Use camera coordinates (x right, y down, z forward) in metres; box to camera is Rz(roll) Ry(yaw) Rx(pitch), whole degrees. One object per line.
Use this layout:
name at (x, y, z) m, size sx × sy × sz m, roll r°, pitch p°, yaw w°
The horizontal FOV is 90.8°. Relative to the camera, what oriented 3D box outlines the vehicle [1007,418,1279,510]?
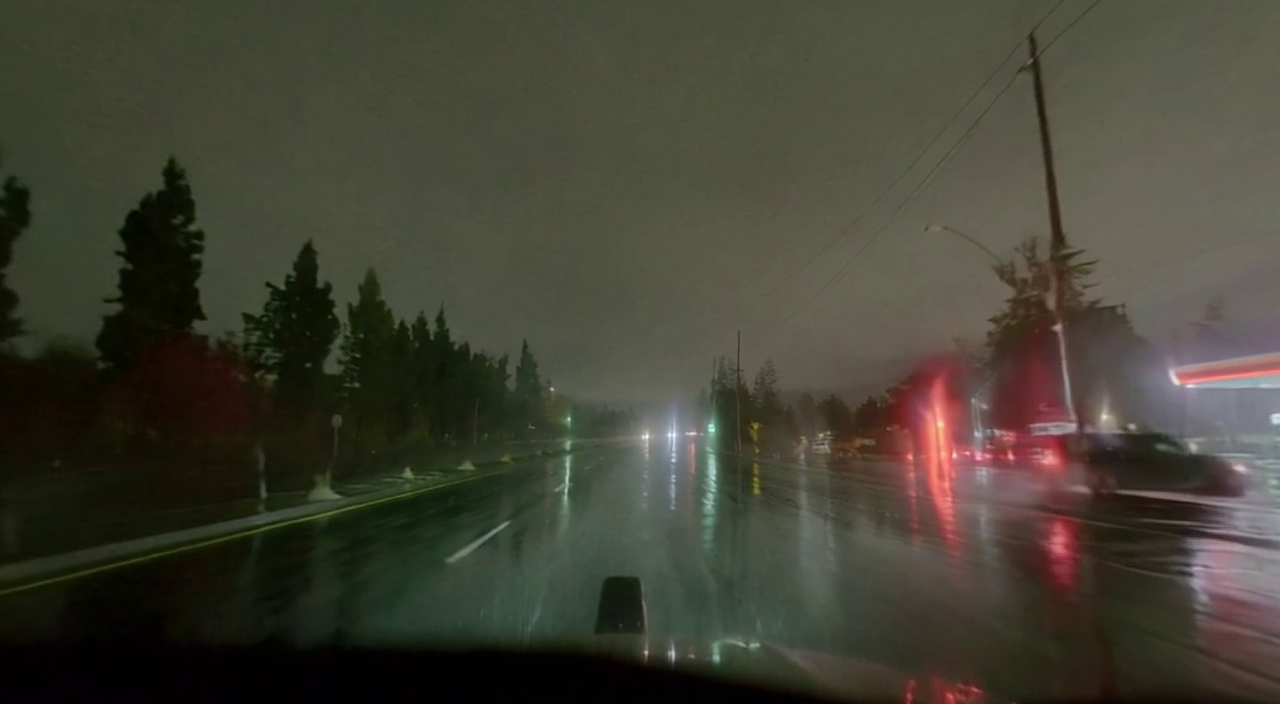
vehicle at (10.049, 2.161, 12.340) m, size 4.476 × 1.629 × 1.953 m, roll 0°, pitch -8°, yaw 0°
